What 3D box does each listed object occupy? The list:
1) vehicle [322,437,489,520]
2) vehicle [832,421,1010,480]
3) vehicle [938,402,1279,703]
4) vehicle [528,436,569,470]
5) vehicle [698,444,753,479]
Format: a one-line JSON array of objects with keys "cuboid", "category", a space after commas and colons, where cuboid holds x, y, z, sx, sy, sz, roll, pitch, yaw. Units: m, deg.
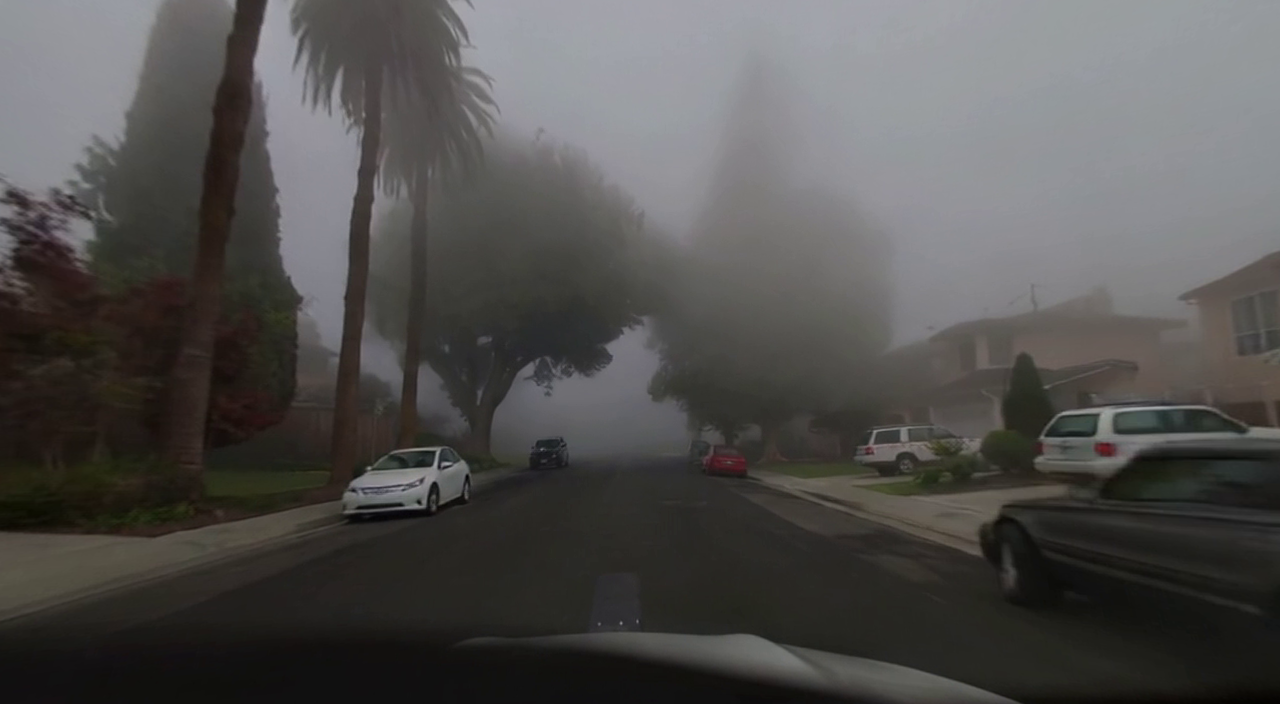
[{"cuboid": [-4.835, 2.690, 13.856, 2.080, 1.479, 4.531, 0, -9, -2], "category": "vehicle"}, {"cuboid": [9.417, 3.329, 21.557, 5.068, 1.888, 2.062, 0, -8, 1], "category": "vehicle"}, {"cuboid": [4.007, 1.201, 4.178, 1.987, 1.567, 4.112, 0, -8, -1], "category": "vehicle"}, {"cuboid": [-5.500, 5.976, 37.709, 2.106, 1.914, 4.363, 2, -8, -12], "category": "vehicle"}, {"cuboid": [3.848, 4.996, 29.242, 1.867, 1.480, 4.678, 0, -8, 0], "category": "vehicle"}]
